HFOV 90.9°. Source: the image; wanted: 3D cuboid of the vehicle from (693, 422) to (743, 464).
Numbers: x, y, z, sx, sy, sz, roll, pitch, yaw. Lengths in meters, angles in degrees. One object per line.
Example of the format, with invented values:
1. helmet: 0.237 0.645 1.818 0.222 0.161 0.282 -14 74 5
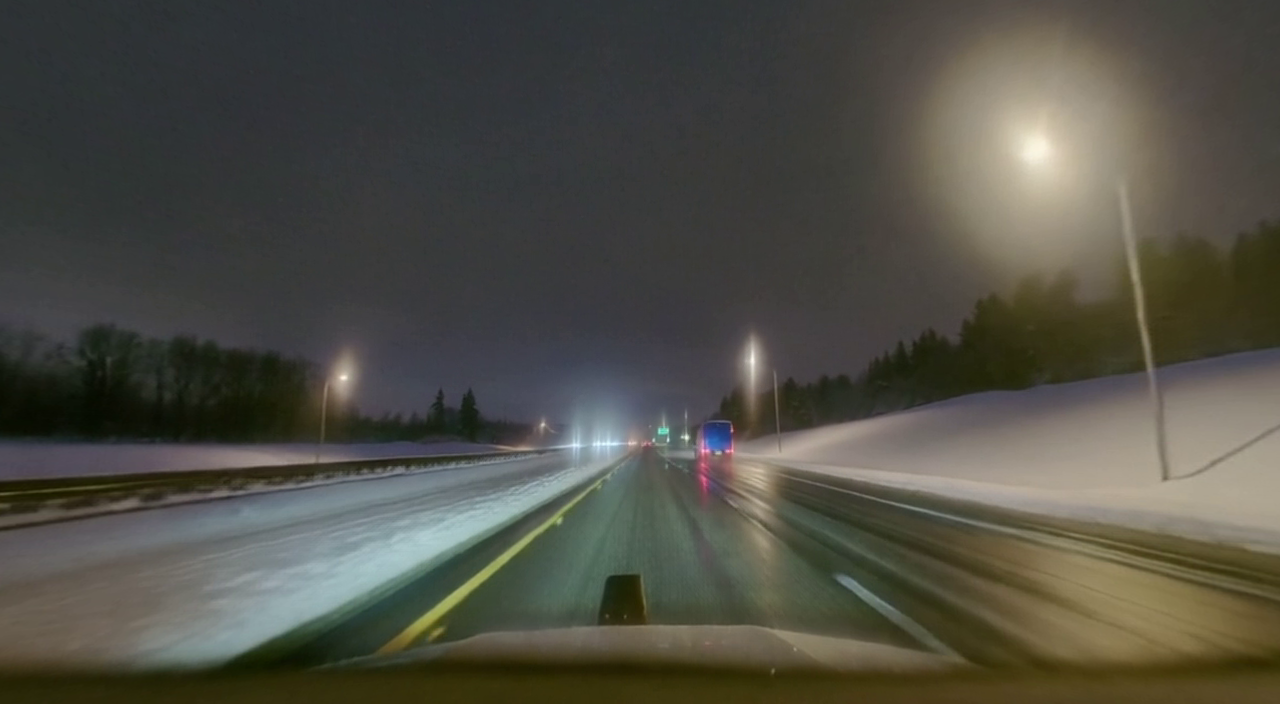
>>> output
1. vehicle: 5.005 6.001 41.530 2.430 2.495 6.062 0 -9 0
